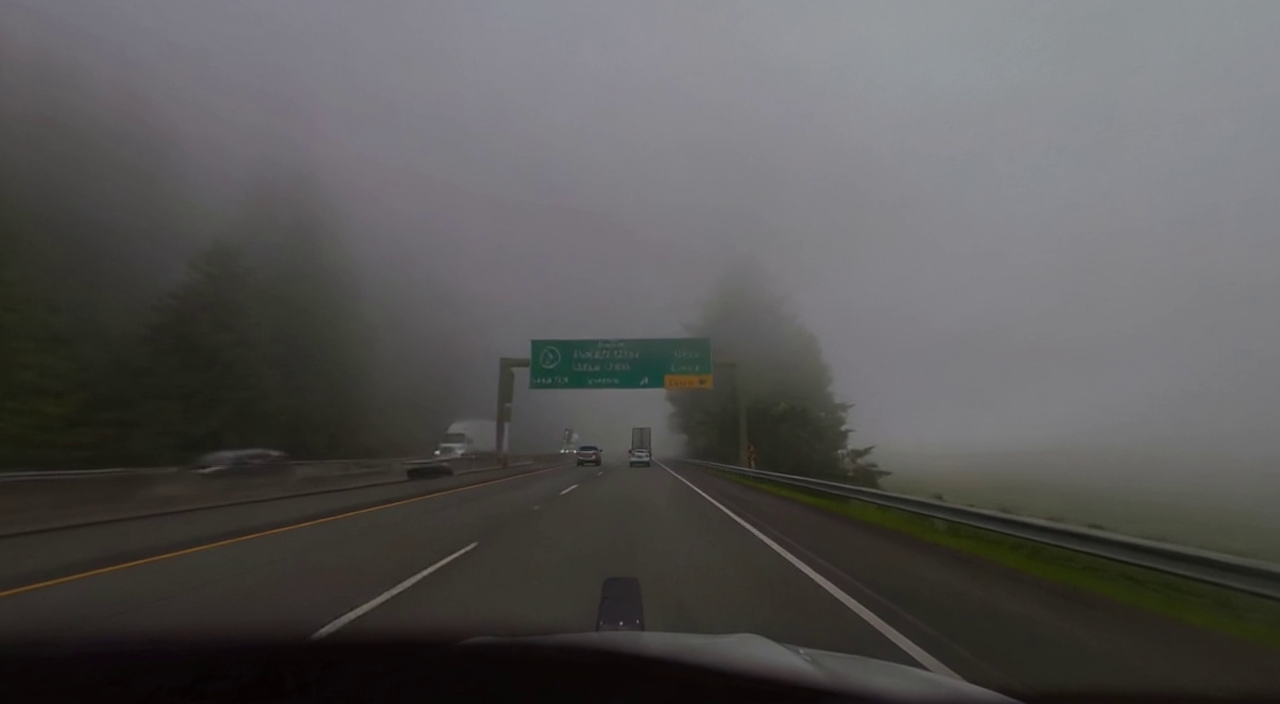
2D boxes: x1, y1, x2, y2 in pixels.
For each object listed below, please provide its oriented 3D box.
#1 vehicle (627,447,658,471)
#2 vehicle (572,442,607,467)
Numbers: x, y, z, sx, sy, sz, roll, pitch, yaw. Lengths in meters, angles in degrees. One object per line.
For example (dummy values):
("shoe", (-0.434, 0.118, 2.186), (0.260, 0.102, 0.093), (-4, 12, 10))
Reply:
("vehicle", (0.150, 6.714, 39.686), (1.853, 1.436, 3.438), (0, -9, 0))
("vehicle", (-3.644, 7.533, 46.268), (2.097, 1.722, 4.808), (0, -9, 1))
